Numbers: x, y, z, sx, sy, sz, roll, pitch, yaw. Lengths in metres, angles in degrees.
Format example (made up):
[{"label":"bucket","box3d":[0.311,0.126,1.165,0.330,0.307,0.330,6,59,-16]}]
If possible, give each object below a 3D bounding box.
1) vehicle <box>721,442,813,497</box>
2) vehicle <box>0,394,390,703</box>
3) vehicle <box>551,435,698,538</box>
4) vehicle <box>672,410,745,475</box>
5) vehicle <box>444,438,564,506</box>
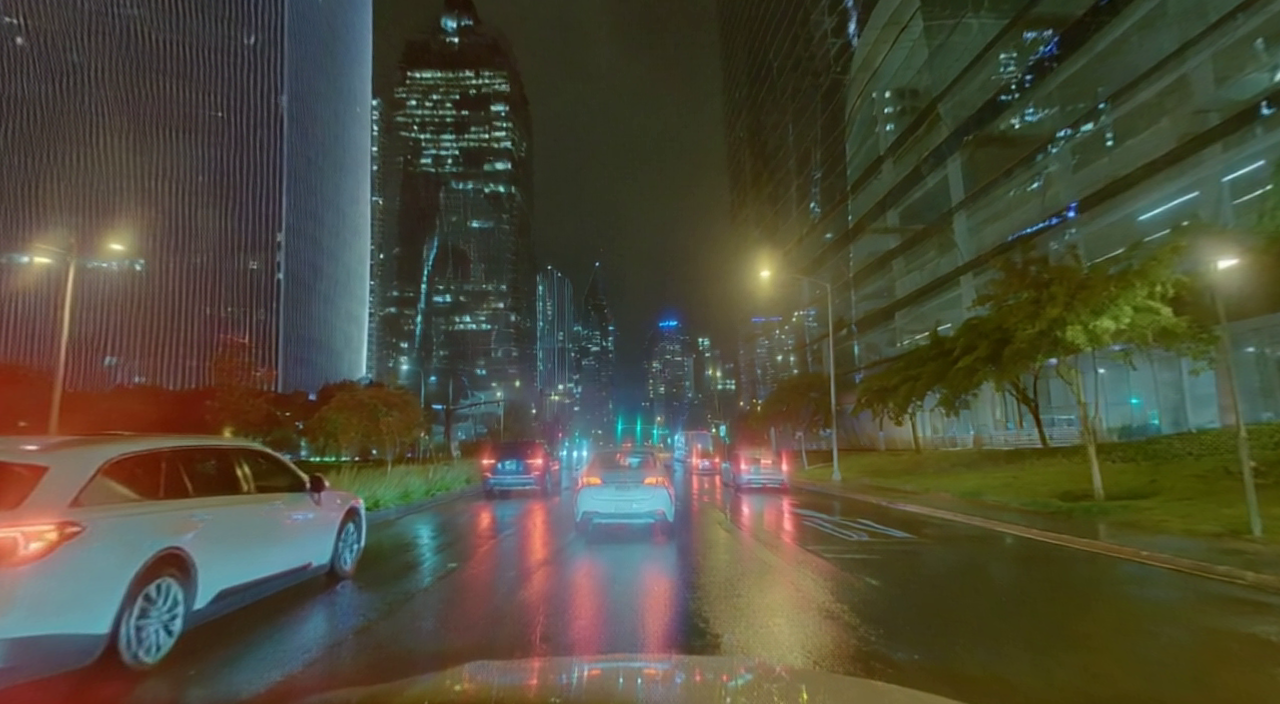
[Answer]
[{"label":"vehicle","box3d":[3.851,3.636,19.865,1.940,1.514,4.187,0,-9,-1]},{"label":"vehicle","box3d":[-3.599,1.231,4.538,1.933,1.520,4.195,0,-9,-1]},{"label":"vehicle","box3d":[-0.189,2.335,11.622,2.174,1.509,4.374,0,-9,1]},{"label":"vehicle","box3d":[3.909,5.687,39.370,3.074,3.316,12.953,0,-9,0]},{"label":"vehicle","box3d":[-3.351,3.058,16.484,2.044,1.508,4.479,0,-9,1]}]
